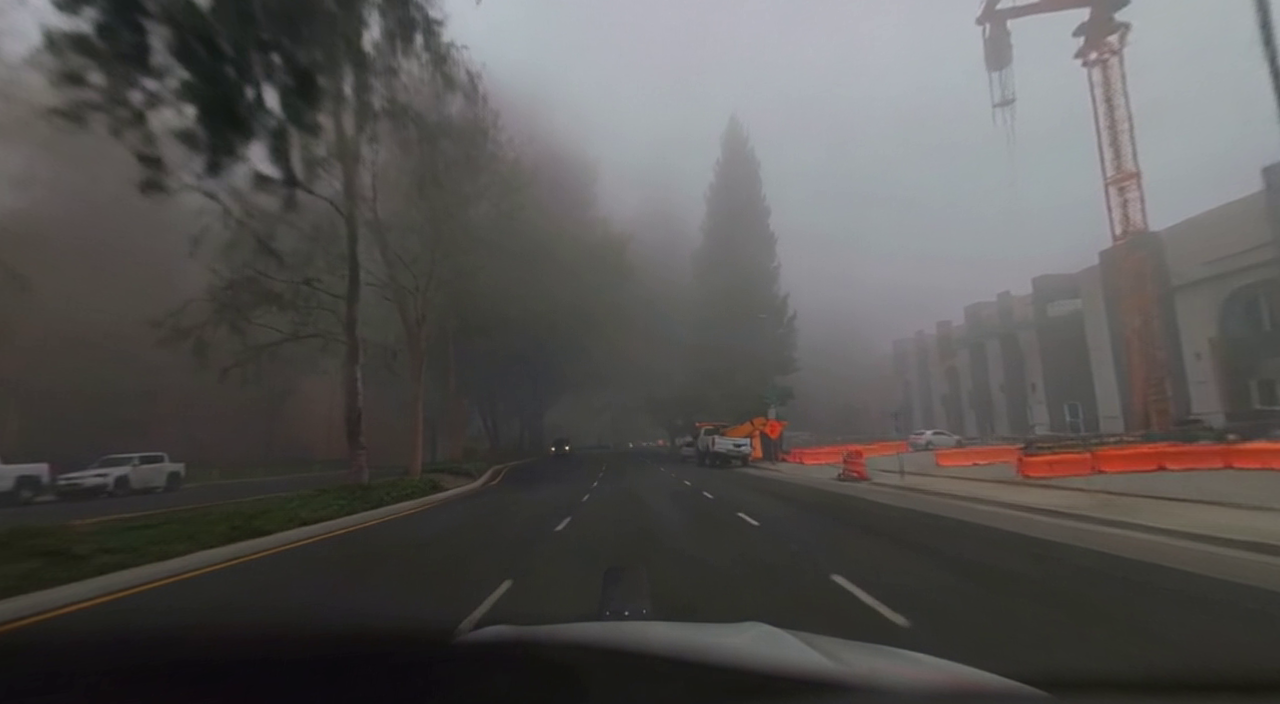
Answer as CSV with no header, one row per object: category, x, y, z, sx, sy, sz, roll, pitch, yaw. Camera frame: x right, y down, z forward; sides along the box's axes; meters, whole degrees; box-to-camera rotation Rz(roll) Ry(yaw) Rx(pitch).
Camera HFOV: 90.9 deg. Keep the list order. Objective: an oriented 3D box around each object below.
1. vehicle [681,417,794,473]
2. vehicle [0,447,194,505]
vehicle,5.565,5.561,37.635,3.060,2.963,7.552,3,-9,-23
vehicle,-22.162,4.951,25.913,2.578,2.030,6.687,-1,-8,2
